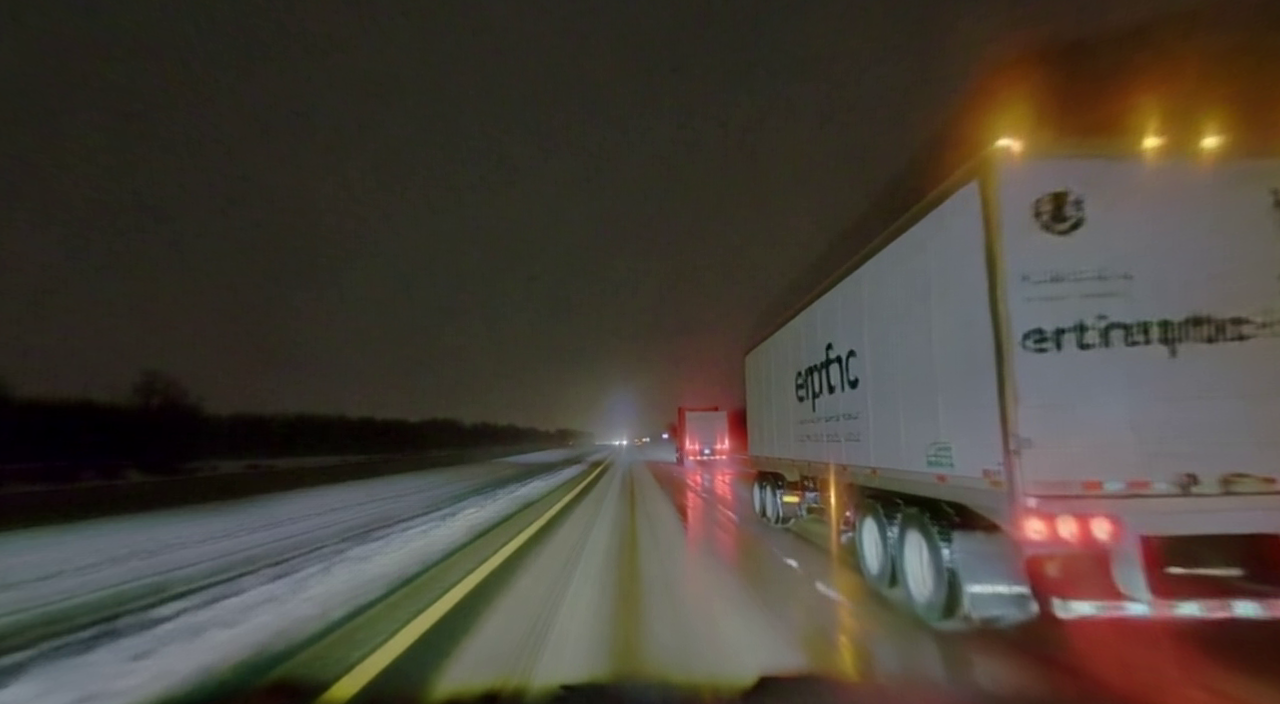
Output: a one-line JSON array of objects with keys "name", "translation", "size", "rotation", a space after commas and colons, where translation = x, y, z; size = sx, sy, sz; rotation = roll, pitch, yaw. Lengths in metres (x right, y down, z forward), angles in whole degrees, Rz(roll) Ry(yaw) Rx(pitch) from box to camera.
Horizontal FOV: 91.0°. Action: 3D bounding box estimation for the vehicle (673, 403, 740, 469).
[{"name": "vehicle", "translation": [3.431, 4.608, 34.445], "size": [2.702, 3.193, 7.196], "rotation": [-1, -8, -1]}]
